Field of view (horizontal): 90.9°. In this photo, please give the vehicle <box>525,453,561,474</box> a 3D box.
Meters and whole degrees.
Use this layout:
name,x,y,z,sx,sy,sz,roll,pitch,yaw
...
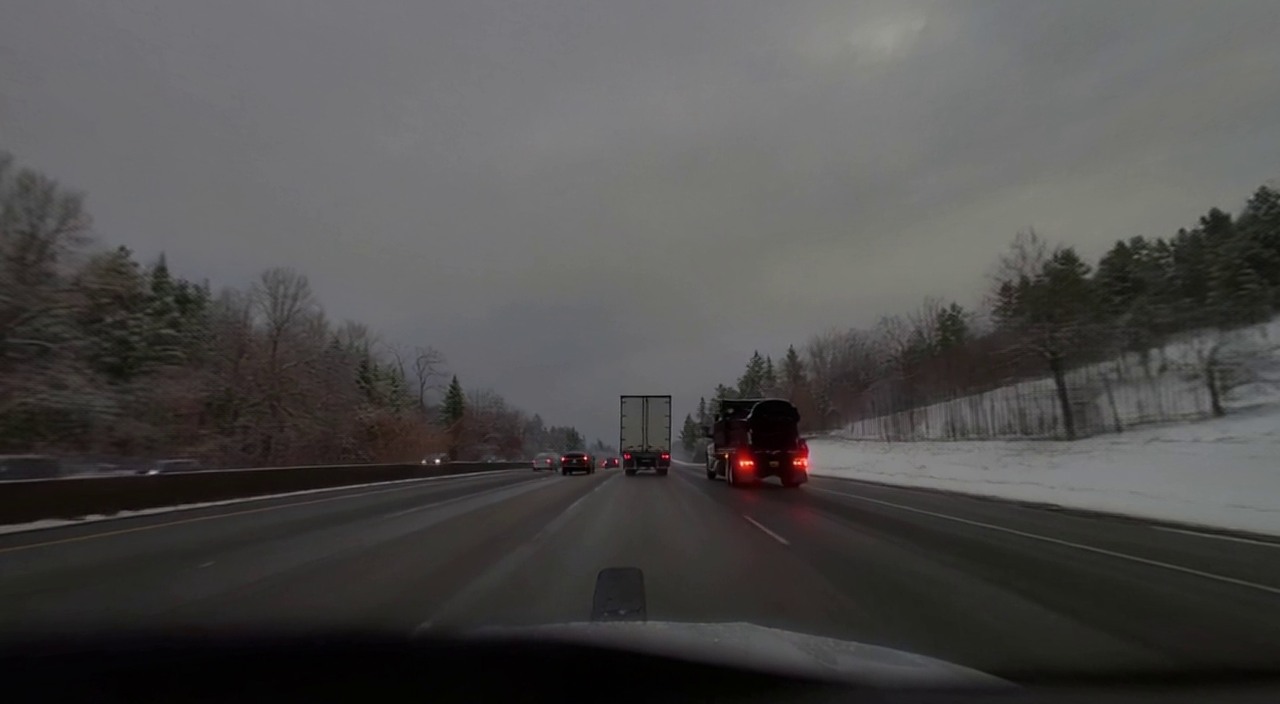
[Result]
name,x,y,z,sx,sy,sz,roll,pitch,yaw
vehicle,-7.016,8.130,46.102,1.926,1.482,3.959,0,-9,1

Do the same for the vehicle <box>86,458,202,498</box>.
name,x,y,z,sx,sy,sz,roll,pitch,yaw
vehicle,-26.023,6.595,33.370,1.852,1.874,5.286,0,-9,0

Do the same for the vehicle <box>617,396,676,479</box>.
name,x,y,z,sx,sy,sz,roll,pitch,yaw
vehicle,0.285,5.147,37.117,2.875,4.056,12.312,0,-9,0

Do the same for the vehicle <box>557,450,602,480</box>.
name,x,y,z,sx,sy,sz,roll,pitch,yaw
vehicle,-3.342,6.303,35.452,2.061,1.555,3.900,0,-9,1

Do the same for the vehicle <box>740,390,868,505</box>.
name,x,y,z,sx,sy,sz,roll,pitch,yaw
vehicle,4.482,2.721,18.052,2.565,2.902,3.798,0,-9,0

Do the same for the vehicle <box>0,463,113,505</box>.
name,x,y,z,sx,sy,sz,roll,pitch,yaw
vehicle,-26.009,5.693,27.508,1.867,1.580,4.704,0,-9,0
